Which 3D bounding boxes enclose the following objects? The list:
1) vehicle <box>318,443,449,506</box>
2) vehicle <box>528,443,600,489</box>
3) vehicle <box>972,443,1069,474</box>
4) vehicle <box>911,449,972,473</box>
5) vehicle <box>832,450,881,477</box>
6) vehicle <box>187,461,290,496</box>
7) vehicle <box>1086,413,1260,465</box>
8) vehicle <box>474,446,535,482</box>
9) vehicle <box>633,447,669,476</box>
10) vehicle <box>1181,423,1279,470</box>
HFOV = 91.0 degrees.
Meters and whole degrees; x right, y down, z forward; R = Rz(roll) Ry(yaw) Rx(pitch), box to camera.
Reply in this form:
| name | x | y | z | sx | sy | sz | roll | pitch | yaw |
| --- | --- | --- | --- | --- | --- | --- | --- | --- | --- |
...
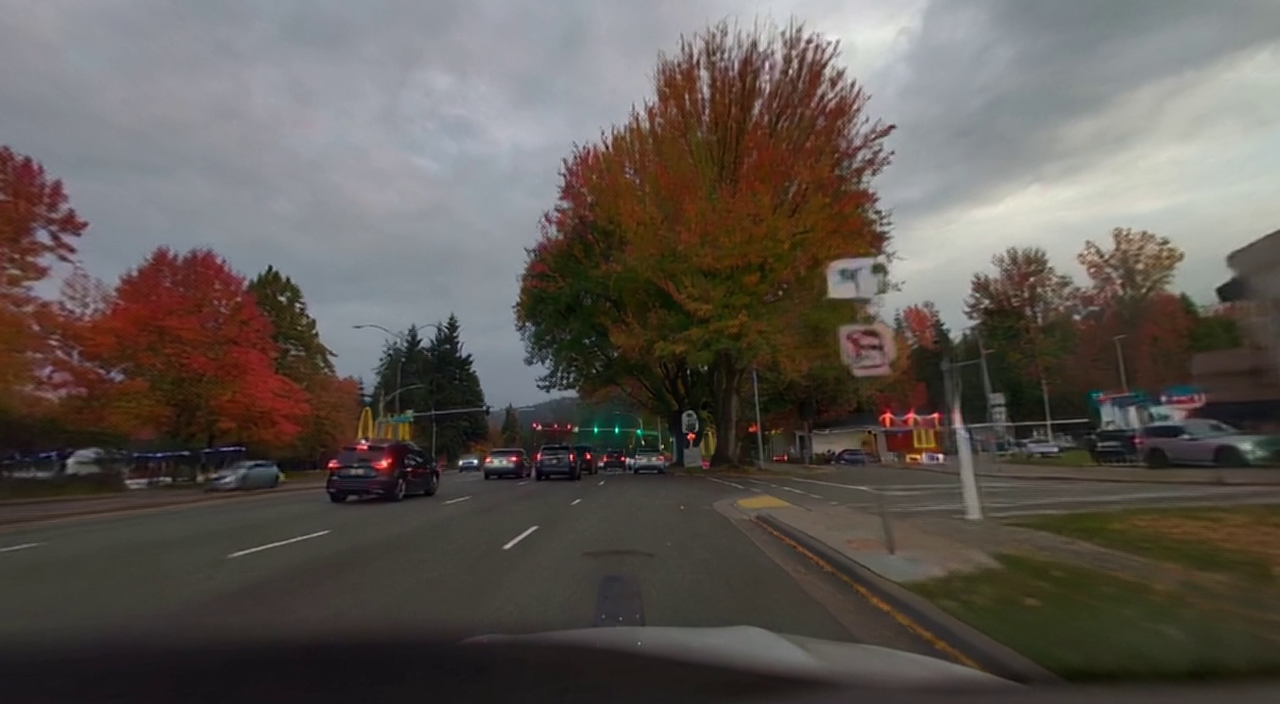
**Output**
| name | x | y | z | sx | sy | sz | roll | pitch | yaw |
| --- | --- | --- | --- | --- | --- | --- | --- | --- | --- |
| vehicle | -7.255 | 3.492 | 18.374 | 1.932 | 1.596 | 4.247 | 0 | -9 | 1 |
| vehicle | -2.942 | 4.553 | 25.493 | 2.165 | 1.663 | 4.513 | 0 | -9 | 2 |
| vehicle | 20.347 | 5.706 | 33.892 | 1.899 | 1.521 | 4.410 | 2 | -9 | -11 |
| vehicle | 20.221 | 7.328 | 42.440 | 1.938 | 1.490 | 4.750 | 0 | -9 | 2 |
| vehicle | 14.322 | 7.383 | 41.896 | 1.963 | 1.703 | 4.447 | 0 | -9 | 4 |
| vehicle | -19.842 | 6.232 | 31.427 | 1.852 | 1.507 | 4.791 | 0 | -9 | 1 |
| vehicle | 25.508 | 4.272 | 30.448 | 5.755 | 2.030 | 2.287 | -6 | -12 | 17 |
| vehicle | -7.017 | 5.870 | 33.181 | 2.069 | 1.719 | 4.441 | 0 | -9 | 2 |
| vehicle | 0.643 | 6.898 | 39.713 | 2.144 | 1.704 | 4.028 | 0 | -9 | 0 |
| vehicle | 21.603 | 3.291 | 21.816 | 3.875 | 1.540 | 1.894 | 1 | -9 | 0 |
